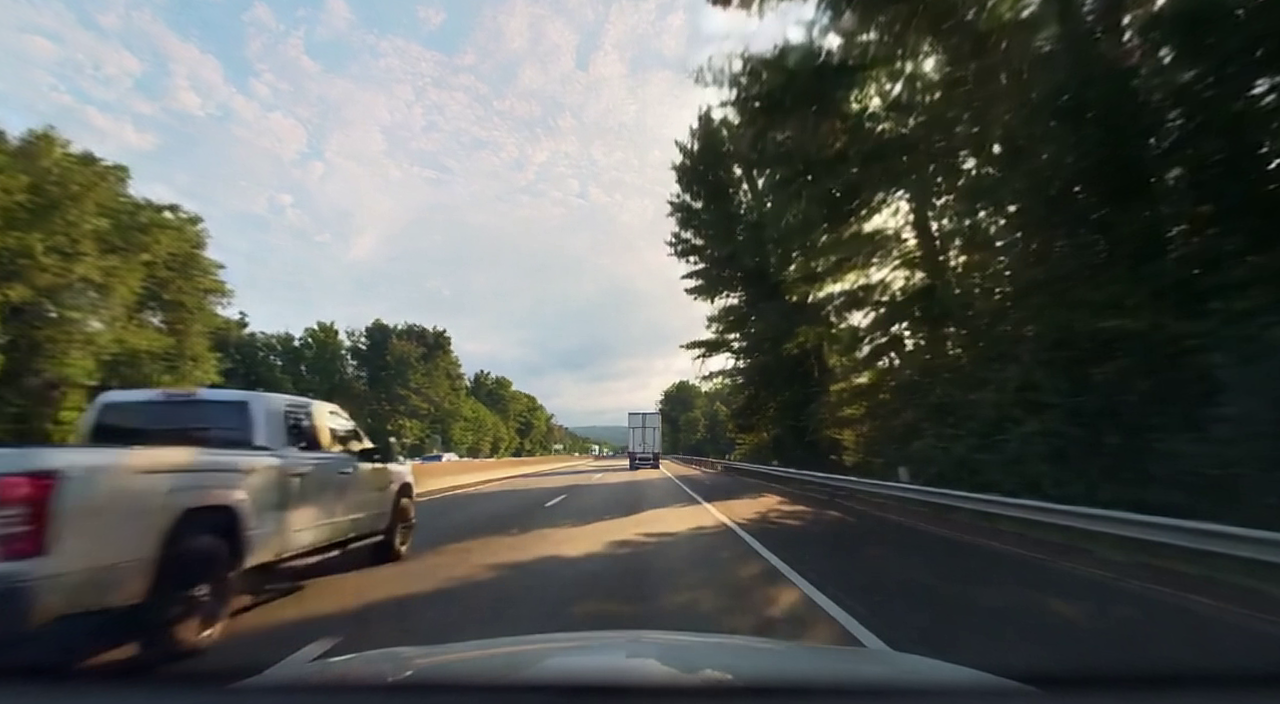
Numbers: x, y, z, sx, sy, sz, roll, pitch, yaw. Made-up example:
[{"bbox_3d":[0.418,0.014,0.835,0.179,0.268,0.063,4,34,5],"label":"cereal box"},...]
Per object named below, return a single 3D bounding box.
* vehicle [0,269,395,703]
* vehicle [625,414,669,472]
[{"bbox_3d":[-4.000,0.955,4.377,2.283,2.156,5.546,0,-9,1],"label":"vehicle"},{"bbox_3d":[0.535,7.026,48.399,3.024,3.965,10.399,0,-9,1],"label":"vehicle"}]
